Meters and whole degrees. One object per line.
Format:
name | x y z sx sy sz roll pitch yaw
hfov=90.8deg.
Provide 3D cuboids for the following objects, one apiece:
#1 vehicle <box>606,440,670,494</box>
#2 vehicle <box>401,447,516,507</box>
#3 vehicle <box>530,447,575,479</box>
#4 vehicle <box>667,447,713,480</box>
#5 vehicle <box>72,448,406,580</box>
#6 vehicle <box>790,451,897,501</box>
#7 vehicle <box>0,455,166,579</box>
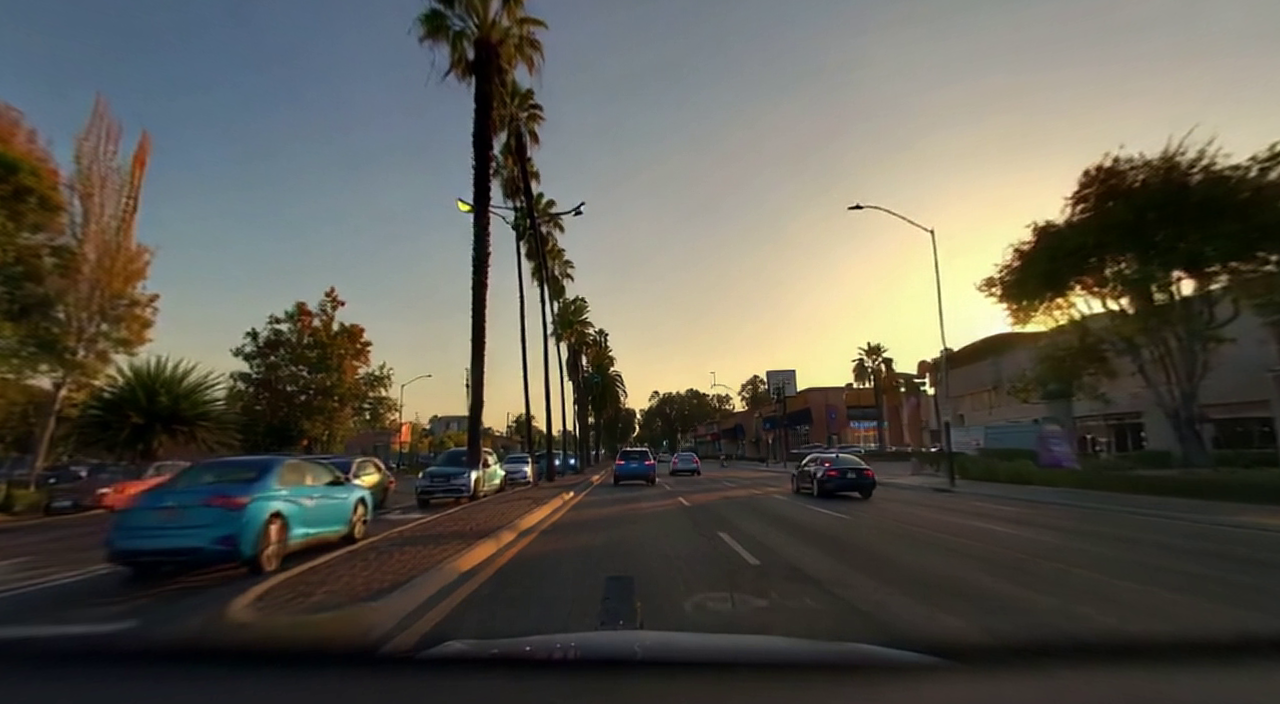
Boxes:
vehicle | -0.097 4.207 23.416 2.151 1.787 4.109 0 -9 -1
vehicle | -5.162 3.593 18.625 2.036 1.541 4.107 0 -9 2
vehicle | -5.244 6.700 38.381 2.160 1.769 4.494 0 -9 -1
vehicle | 2.749 6.256 35.750 2.112 1.710 4.234 0 -9 -2
vehicle | -5.254 2.131 9.217 2.030 1.441 4.324 0 -9 0
vehicle | 6.478 3.971 20.684 1.944 1.447 4.309 0 -9 -2
vehicle | -8.592 2.026 7.850 2.061 1.415 4.289 0 -9 0
